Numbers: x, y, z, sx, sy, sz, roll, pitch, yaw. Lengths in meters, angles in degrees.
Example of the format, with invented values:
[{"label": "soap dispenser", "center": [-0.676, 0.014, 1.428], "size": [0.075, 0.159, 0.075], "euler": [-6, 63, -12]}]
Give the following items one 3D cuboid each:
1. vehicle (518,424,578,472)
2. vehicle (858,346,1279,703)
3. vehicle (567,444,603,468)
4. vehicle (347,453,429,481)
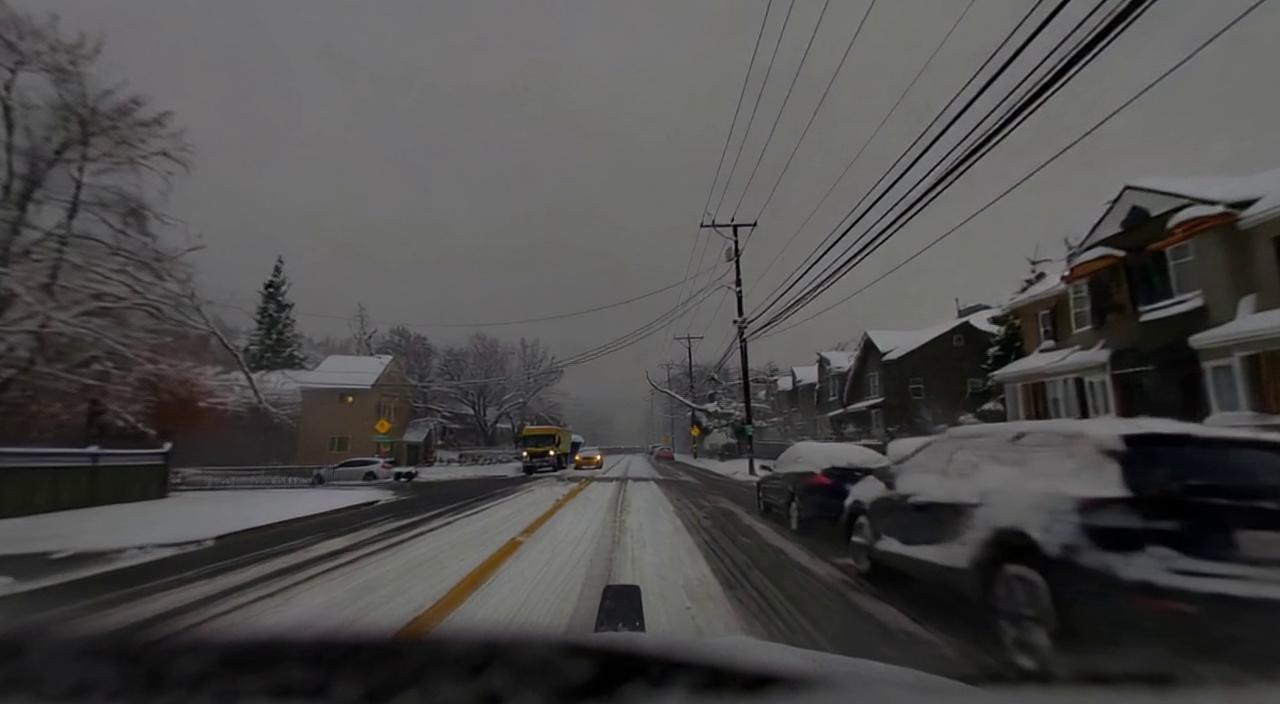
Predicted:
[{"label": "vehicle", "center": [-6.746, 7.103, 47.678], "size": [3.197, 3.187, 7.847], "euler": [-2, -7, 1]}, {"label": "vehicle", "center": [3.132, 1.151, 4.210], "size": [1.945, 1.792, 3.903], "euler": [0, -9, 0]}, {"label": "vehicle", "center": [-3.592, 6.911, 42.142], "size": [1.912, 1.491, 4.375], "euler": [0, -9, 1]}, {"label": "vehicle", "center": [-15.261, 6.999, 38.501], "size": [4.204, 1.626, 1.874], "euler": [1, -9, -5]}]
